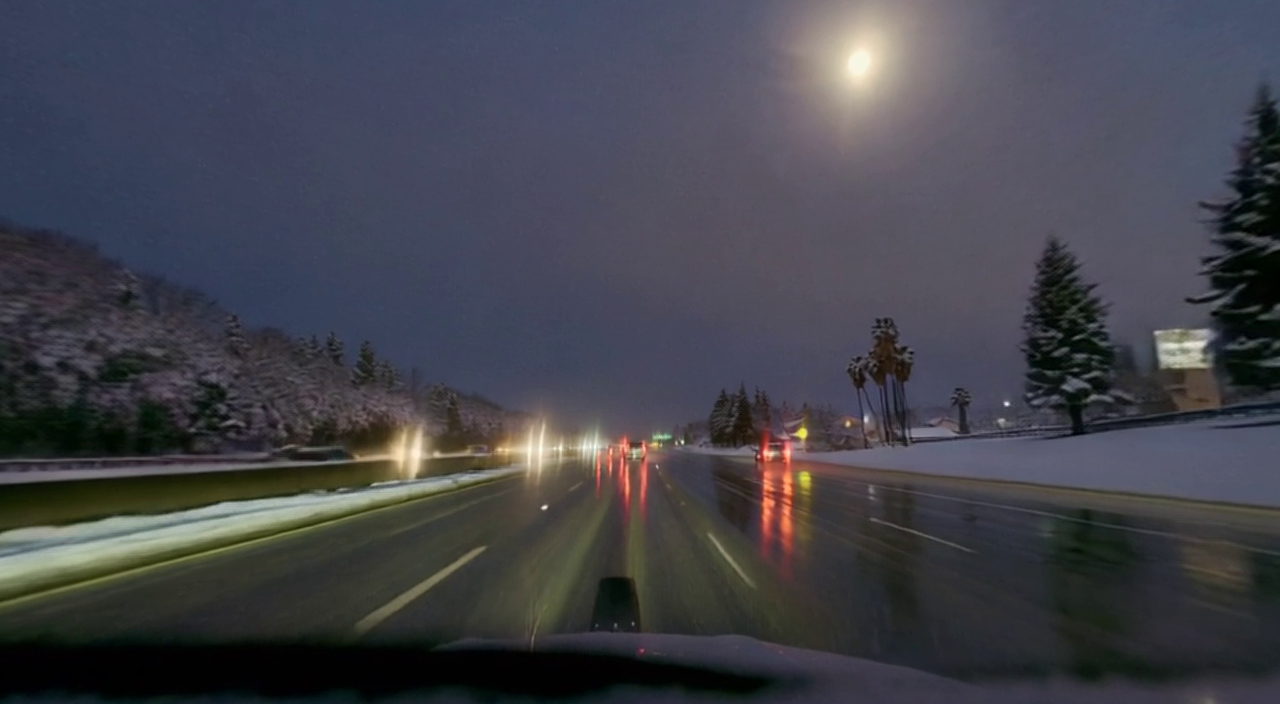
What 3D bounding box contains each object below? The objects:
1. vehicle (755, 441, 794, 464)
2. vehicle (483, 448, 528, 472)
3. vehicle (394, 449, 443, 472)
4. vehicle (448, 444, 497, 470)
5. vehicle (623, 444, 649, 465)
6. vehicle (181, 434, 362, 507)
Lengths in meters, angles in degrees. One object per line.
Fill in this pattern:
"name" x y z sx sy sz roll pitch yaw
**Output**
"vehicle" 10.504 7.882 49.640 2.130 1.703 4.572 -1 -9 1
"vehicle" -8.885 7.163 42.089 1.975 1.495 4.510 -1 -9 0
"vehicle" -15.655 7.656 44.888 1.876 1.513 4.205 -1 -9 1
"vehicle" -12.189 7.689 46.432 2.142 1.805 5.075 -1 -9 1
"vehicle" -0.260 8.017 49.421 1.977 1.513 3.546 -1 -9 1
"vehicle" -9.758 3.162 17.317 2.100 1.668 4.686 -1 -9 0
